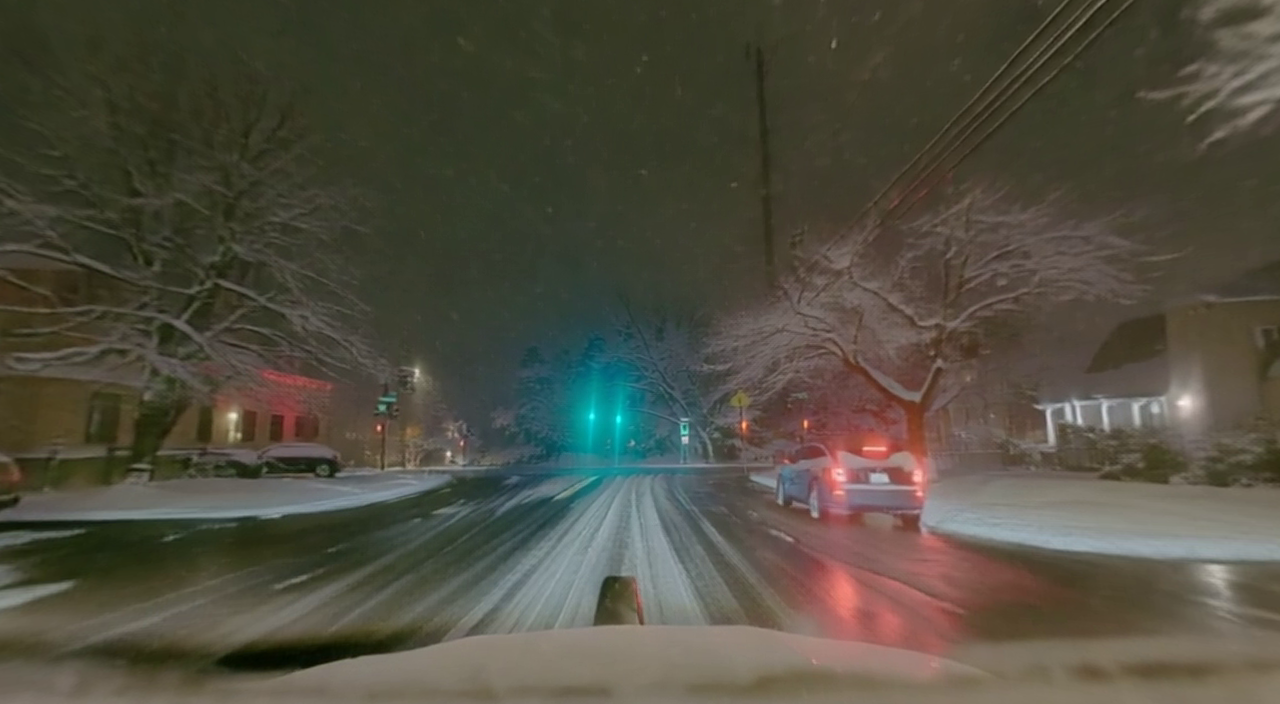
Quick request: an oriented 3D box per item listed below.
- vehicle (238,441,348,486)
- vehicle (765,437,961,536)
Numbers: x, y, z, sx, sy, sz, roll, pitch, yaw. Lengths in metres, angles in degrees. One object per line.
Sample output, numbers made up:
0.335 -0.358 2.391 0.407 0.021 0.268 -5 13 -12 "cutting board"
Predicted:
-13.743 4.415 25.393 2.003 1.637 4.297 0 -9 -1 "vehicle"
3.852 2.397 12.016 2.065 1.478 4.828 0 -9 1 "vehicle"
